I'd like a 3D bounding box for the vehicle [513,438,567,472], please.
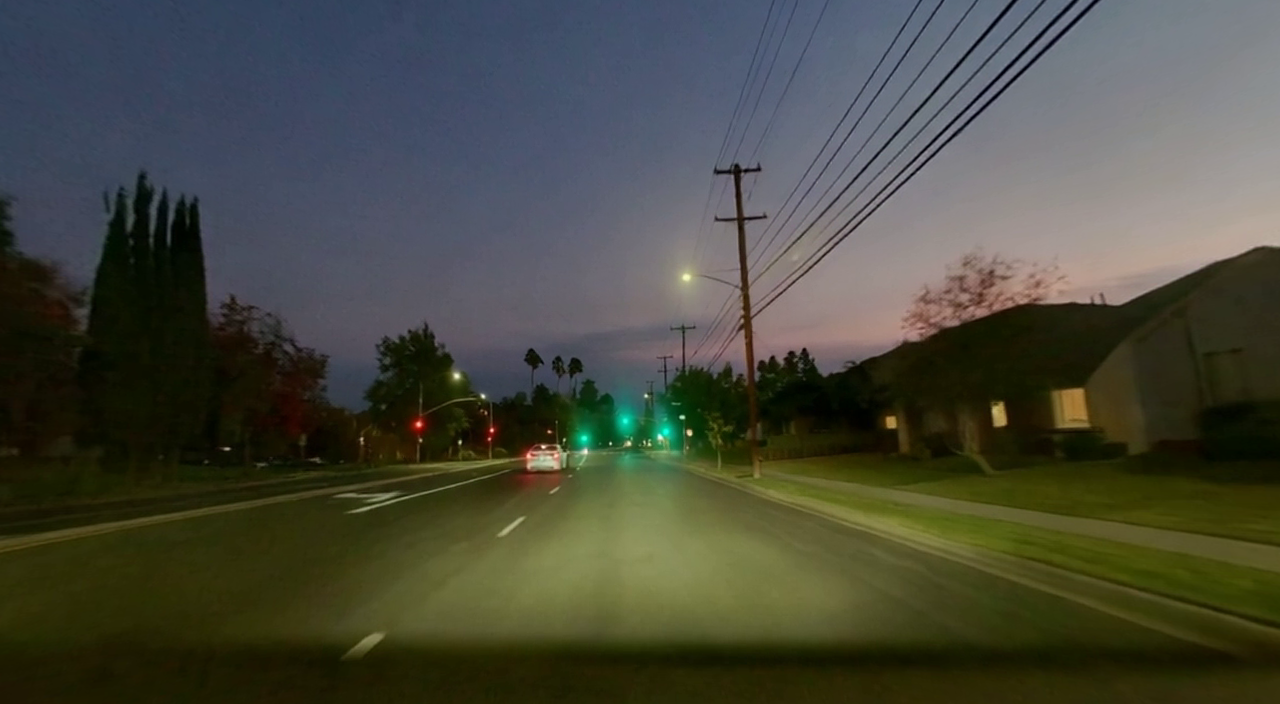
[{"bbox_3d":[-4.665,4.849,30.051,2.041,1.471,4.602,0,-8,-3],"label":"vehicle"}]
